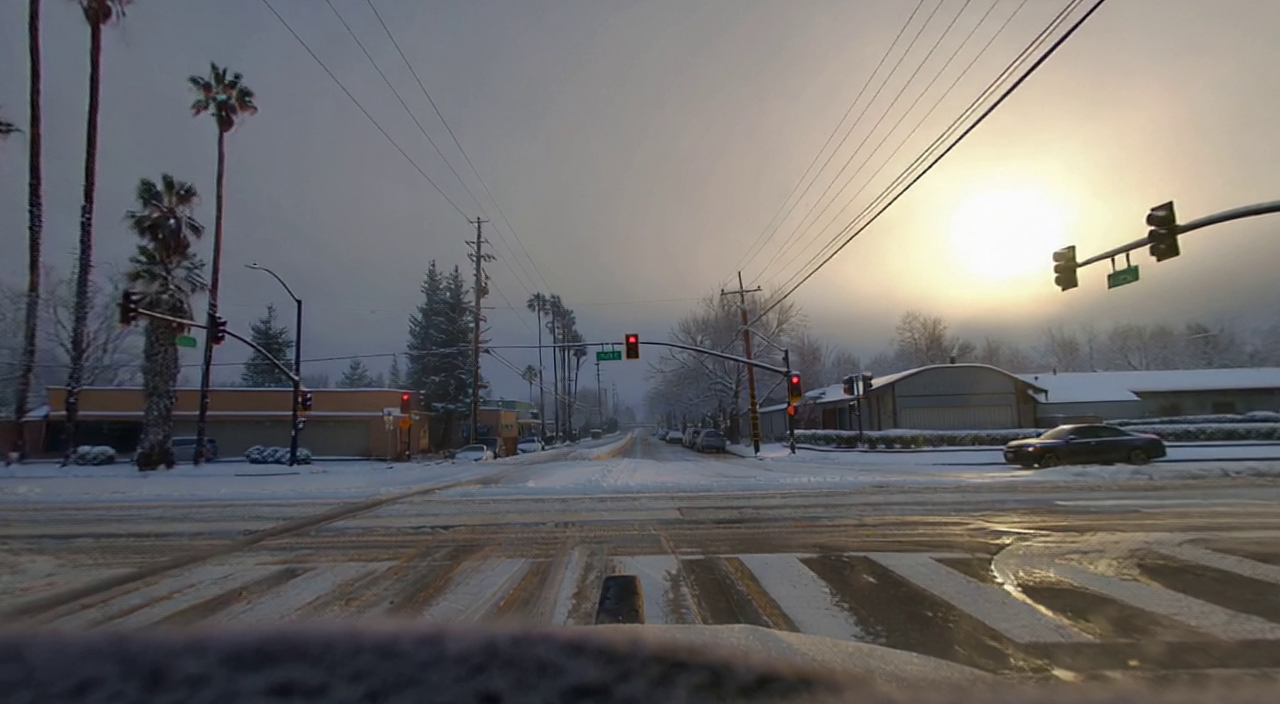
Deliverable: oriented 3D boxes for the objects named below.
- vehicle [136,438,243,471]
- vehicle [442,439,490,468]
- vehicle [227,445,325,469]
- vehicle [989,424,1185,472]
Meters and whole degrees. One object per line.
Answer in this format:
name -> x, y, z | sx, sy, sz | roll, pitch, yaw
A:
vehicle -> -25.911, 5.928, 36.462 | 4.613, 1.820, 2.021 | 0, -9, 3
vehicle -> -11.984, 6.991, 43.808 | 2.016, 1.717, 4.287 | 0, -6, 1
vehicle -> -22.311, 6.438, 38.840 | 4.849, 1.444, 1.881 | 0, -8, 1
vehicle -> 14.760, 3.215, 21.133 | 4.918, 1.479, 1.897 | -1, -9, 7
